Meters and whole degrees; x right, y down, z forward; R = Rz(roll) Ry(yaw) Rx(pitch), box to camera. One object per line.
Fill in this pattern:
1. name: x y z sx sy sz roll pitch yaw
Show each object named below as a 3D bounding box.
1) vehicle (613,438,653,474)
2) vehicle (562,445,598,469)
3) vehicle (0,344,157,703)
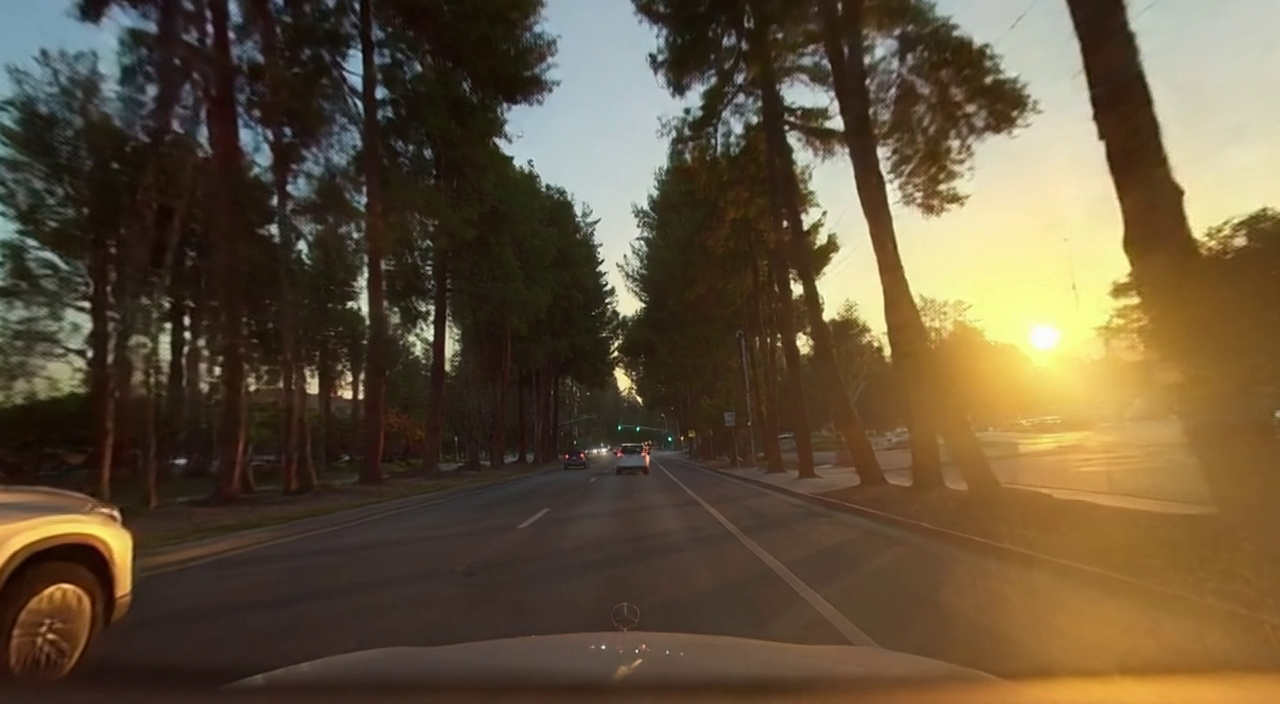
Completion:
1. vehicle: -0.362 5.471 33.385 2.018 1.769 3.897 0 -8 -1
2. vehicle: -3.962 6.994 42.217 1.936 1.538 4.016 0 -8 1
3. vehicle: -4.043 0.643 1.735 1.860 1.741 4.479 0 -8 0
